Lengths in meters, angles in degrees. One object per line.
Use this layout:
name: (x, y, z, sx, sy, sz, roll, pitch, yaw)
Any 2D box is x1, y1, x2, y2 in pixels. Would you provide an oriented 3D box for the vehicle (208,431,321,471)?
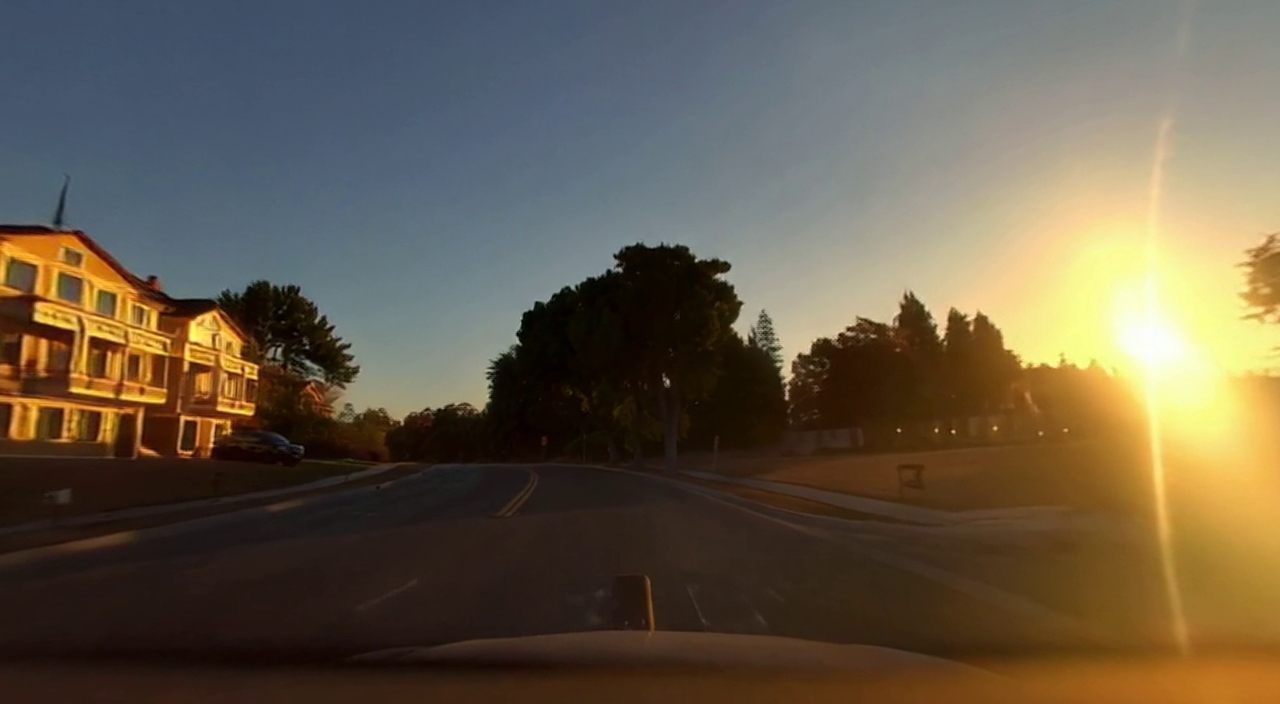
vehicle: (-18.674, 4.918, 31.432, 4.562, 1.857, 2.129, -1, -9, 16)
